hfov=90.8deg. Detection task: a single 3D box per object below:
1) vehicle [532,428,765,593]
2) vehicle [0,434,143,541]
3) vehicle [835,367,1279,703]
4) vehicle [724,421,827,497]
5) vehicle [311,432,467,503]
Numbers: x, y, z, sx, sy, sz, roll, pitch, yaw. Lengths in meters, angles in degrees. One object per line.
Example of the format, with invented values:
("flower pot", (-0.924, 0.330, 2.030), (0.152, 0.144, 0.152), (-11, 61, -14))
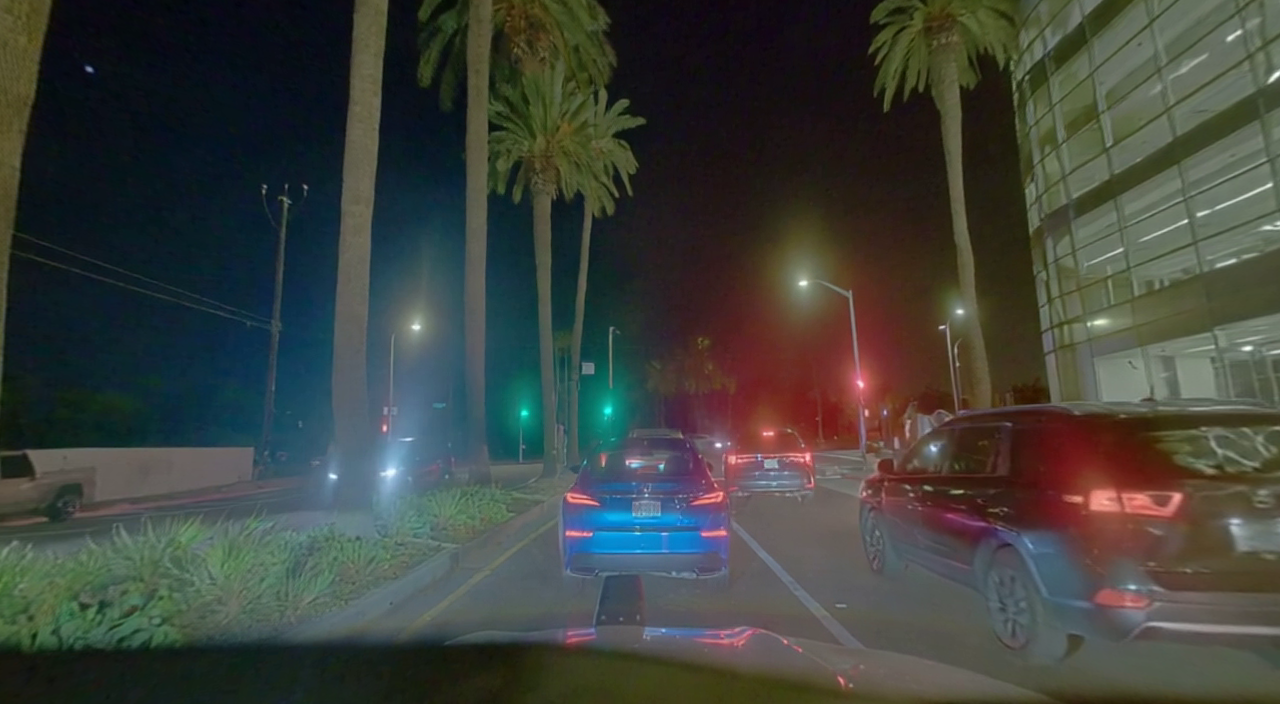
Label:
("vehicle", (0.119, 1.721, 7.719), (2.088, 1.452, 3.993), (0, -8, 1))
("vehicle", (-13.061, 2.719, 12.296), (2.240, 1.964, 5.707), (-6, -8, 0))
("vehicle", (3.282, 1.248, 5.182), (2.003, 1.733, 4.319), (0, -8, 1))
("vehicle", (3.729, 3.041, 18.327), (2.226, 1.897, 4.765), (-1, -8, 4))
("vehicle", (-6.768, 3.148, 17.669), (2.053, 1.693, 4.198), (-2, -9, 11))
